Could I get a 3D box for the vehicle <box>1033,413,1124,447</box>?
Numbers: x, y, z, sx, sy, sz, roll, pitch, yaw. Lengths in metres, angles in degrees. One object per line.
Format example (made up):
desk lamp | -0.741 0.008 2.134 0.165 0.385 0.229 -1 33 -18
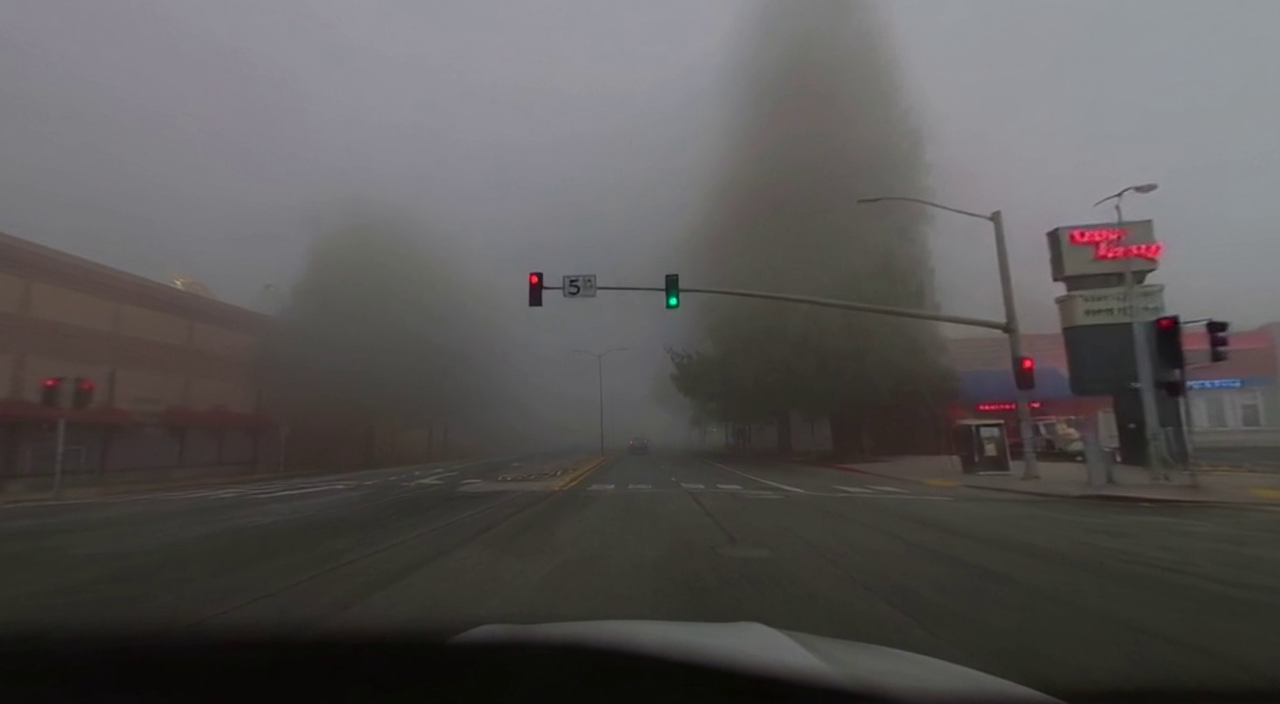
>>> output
vehicle | 24.314 4.415 35.226 1.948 1.776 4.266 0 -9 -1
